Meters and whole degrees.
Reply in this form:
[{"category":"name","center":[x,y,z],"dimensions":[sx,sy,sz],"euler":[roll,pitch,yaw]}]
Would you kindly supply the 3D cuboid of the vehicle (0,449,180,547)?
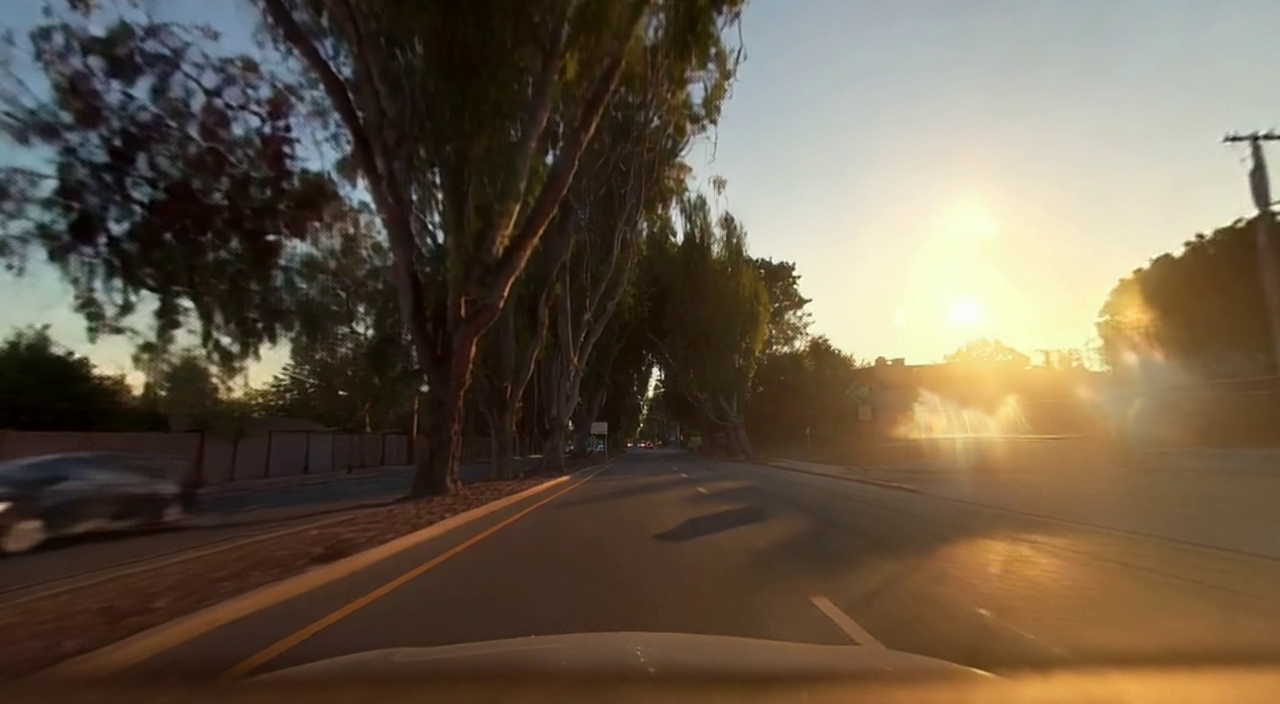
[{"category":"vehicle","center":[-10.802,2.500,11.288],"dimensions":[1.825,1.473,4.357],"euler":[0,-8,1]}]
